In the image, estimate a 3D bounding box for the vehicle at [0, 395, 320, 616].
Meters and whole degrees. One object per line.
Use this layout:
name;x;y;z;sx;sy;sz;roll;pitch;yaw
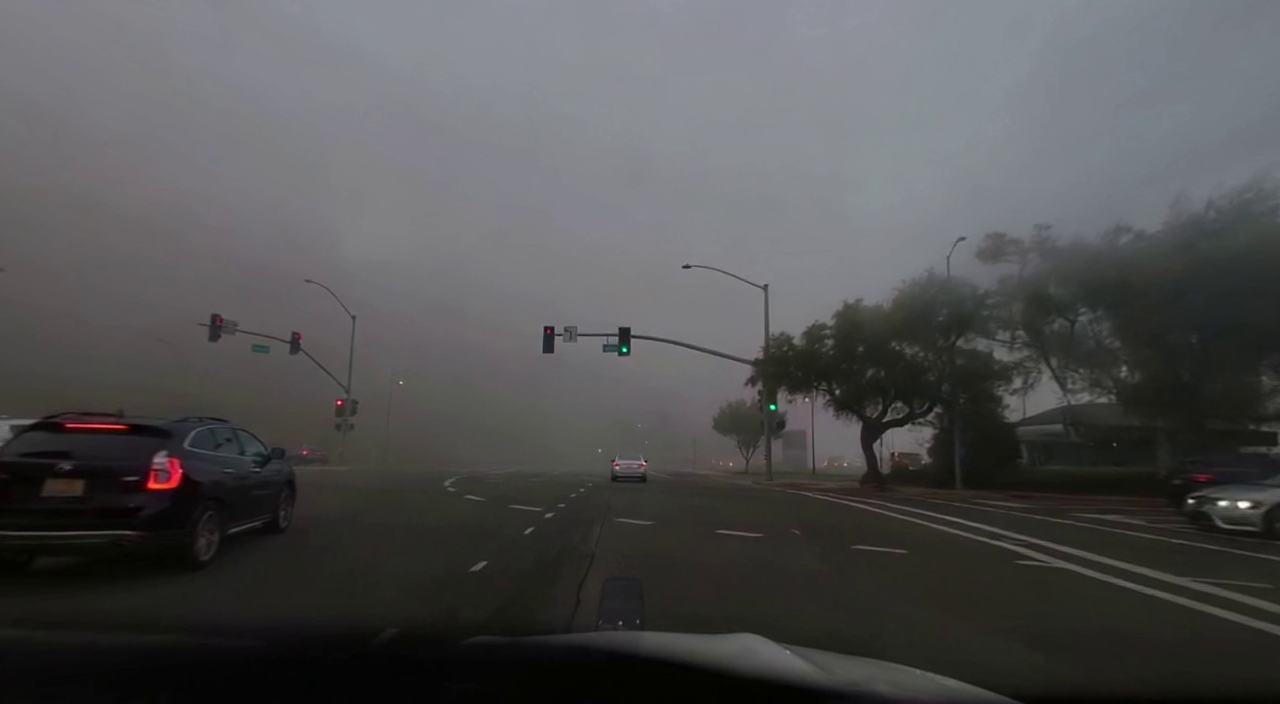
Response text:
vehicle;-5.319;1.499;7.097;1.909;1.704;4.307;2;-9;-12

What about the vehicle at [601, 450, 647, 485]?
vehicle;-0.730;5.164;28.573;1.917;1.418;3.987;1;-8;-2
